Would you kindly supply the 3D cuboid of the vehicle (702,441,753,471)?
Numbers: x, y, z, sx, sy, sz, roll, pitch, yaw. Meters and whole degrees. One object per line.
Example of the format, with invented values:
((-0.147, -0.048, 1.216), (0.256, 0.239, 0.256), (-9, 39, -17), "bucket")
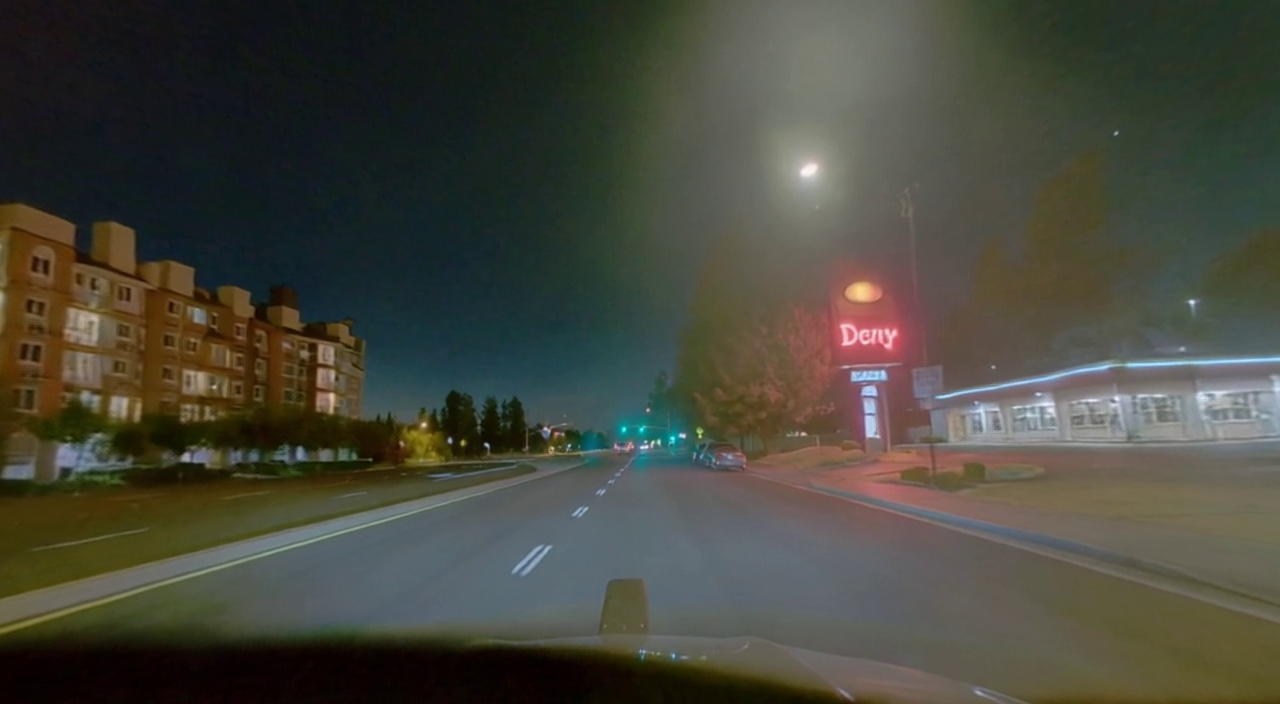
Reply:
((4.638, 5.580, 34.119), (2.085, 1.509, 5.134), (0, -8, 1), "vehicle")
